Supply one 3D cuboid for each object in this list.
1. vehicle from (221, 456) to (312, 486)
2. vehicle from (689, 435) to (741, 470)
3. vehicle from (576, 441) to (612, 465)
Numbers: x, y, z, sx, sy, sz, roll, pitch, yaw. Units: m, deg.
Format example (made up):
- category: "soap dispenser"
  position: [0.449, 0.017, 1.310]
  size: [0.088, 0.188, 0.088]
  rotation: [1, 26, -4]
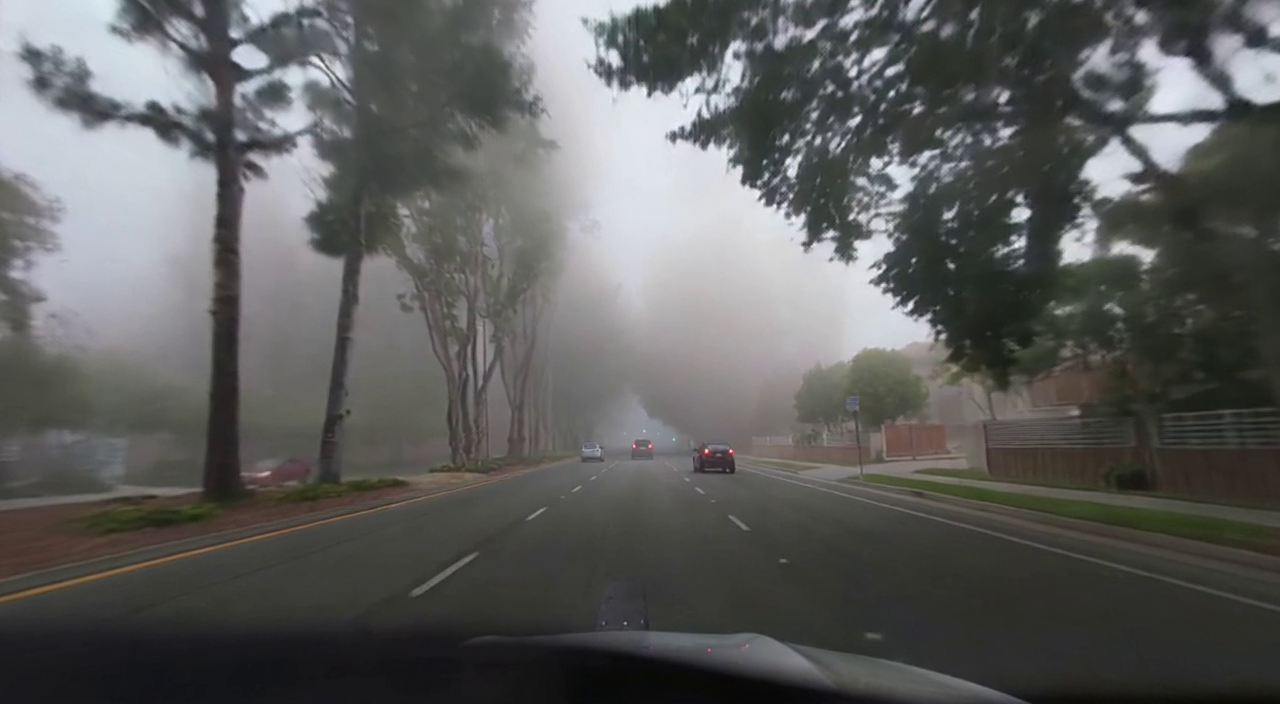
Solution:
- category: "vehicle"
  position: [-20.948, 6.659, 35.669]
  size: [1.960, 1.492, 5.090]
  rotation: [0, -8, 1]
- category: "vehicle"
  position: [3.858, 5.281, 33.289]
  size: [2.182, 1.688, 4.187]
  rotation: [0, -8, -1]
- category: "vehicle"
  position: [-2.971, 6.623, 41.506]
  size: [1.940, 1.473, 4.133]
  rotation: [0, -8, 1]
